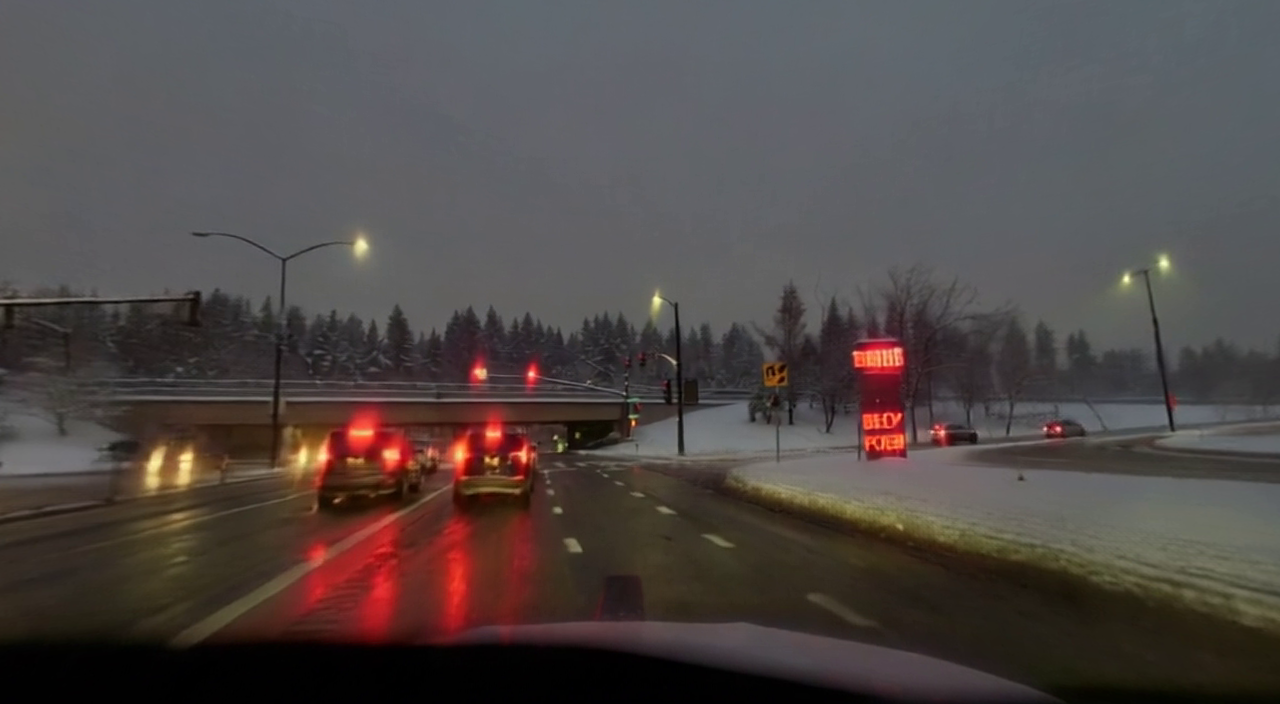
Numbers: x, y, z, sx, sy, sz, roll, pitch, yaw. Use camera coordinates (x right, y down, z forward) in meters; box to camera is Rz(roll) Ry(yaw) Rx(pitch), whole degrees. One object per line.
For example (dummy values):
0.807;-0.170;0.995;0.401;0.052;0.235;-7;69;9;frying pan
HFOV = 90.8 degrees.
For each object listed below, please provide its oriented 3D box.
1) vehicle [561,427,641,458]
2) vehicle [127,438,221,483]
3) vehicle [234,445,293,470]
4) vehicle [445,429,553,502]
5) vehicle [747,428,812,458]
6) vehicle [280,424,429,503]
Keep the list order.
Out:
-2.508;6.016;41.970;5.144;1.954;2.122;0;-8;1;vehicle
-22.082;5.208;30.145;1.863;1.722;4.328;-7;-9;-12;vehicle
-24.740;6.923;41.713;1.911;1.478;4.559;1;-9;-12;vehicle
-3.294;2.689;15.492;2.176;1.489;4.518;1;-8;-9;vehicle
8.243;5.351;37.083;1.908;1.622;4.166;-7;-11;41;vehicle
-6.714;2.656;15.533;2.057;1.610;4.891;1;-8;-9;vehicle
